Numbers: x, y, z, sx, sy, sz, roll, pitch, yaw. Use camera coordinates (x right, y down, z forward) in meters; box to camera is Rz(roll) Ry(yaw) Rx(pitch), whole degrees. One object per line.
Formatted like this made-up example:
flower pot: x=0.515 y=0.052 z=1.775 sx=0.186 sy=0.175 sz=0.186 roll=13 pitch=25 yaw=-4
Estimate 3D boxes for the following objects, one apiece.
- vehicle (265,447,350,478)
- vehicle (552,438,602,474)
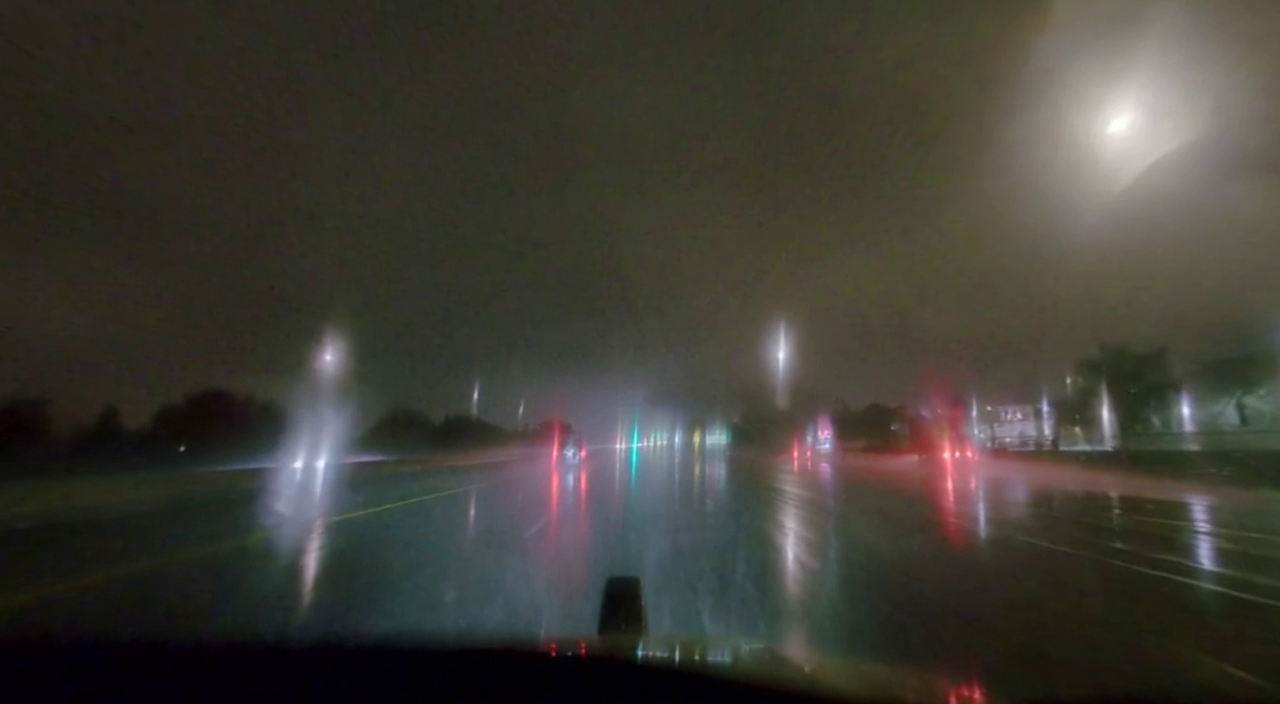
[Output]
vehicle: x=-17.545 y=5.830 z=33.605 sx=1.834 sy=1.485 sz=4.868 roll=0 pitch=-8 yaw=1
vehicle: x=-3.239 y=5.433 z=33.183 sx=2.072 sy=1.706 sz=4.359 roll=0 pitch=-8 yaw=2
